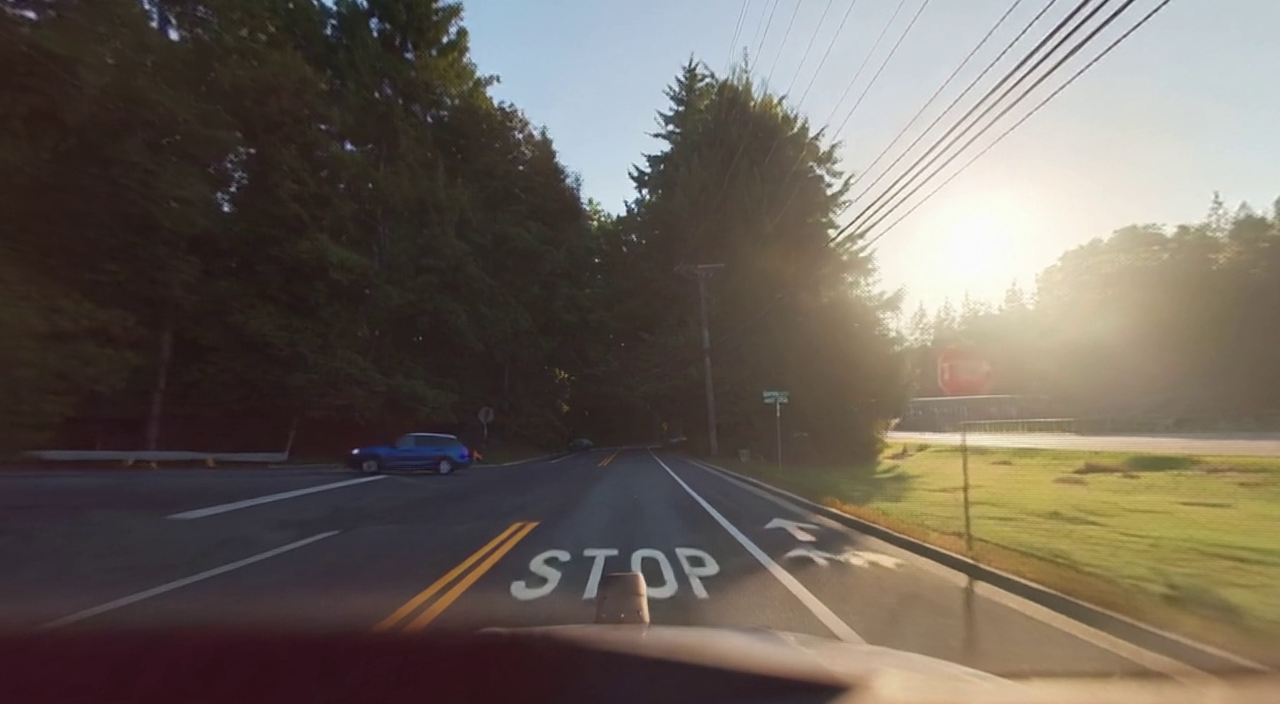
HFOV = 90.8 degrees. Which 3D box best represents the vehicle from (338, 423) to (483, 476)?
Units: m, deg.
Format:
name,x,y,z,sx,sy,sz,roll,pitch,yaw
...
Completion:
name,x,y,z,sx,sy,sz,roll,pitch,yaw
vehicle,-9.347,4.016,26.067,5.020,1.973,2.348,8,-12,-42
